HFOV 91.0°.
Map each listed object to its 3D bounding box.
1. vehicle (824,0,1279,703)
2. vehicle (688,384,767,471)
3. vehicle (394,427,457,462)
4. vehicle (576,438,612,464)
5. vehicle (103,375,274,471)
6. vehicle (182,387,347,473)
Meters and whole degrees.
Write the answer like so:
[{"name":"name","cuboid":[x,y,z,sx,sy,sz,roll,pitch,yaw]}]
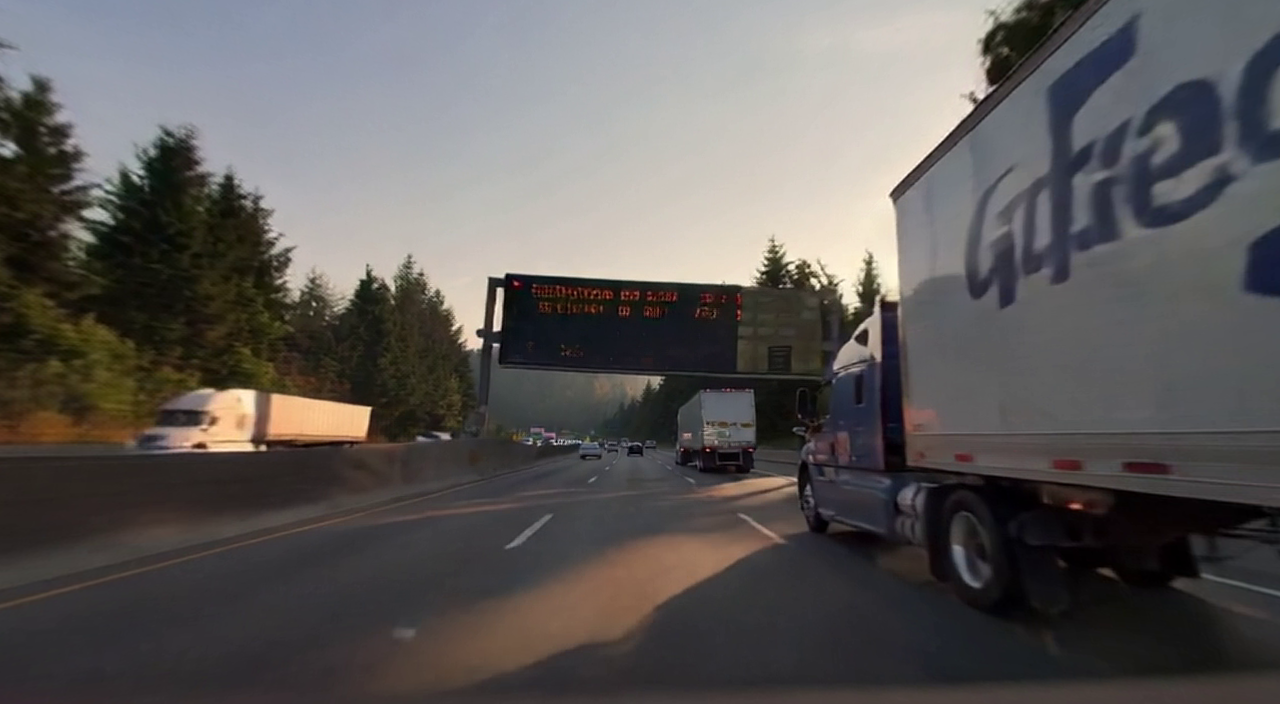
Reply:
[{"name":"vehicle","cuboid":[3.791,-0.669,0.384,3.116,3.992,13.748,0,-8,0]},{"name":"vehicle","cuboid":[4.435,4.206,34.038,3.085,4.062,8.965,0,-9,1]},{"name":"vehicle","cuboid":[-11.982,5.211,35.494,1.971,1.816,4.350,0,-8,0]},{"name":"vehicle","cuboid":[-3.147,6.851,43.758,2.206,1.644,4.027,0,-8,0]},{"name":"vehicle","cuboid":[-20.057,3.282,28.549,3.108,3.882,5.974,0,-8,0]},{"name":"vehicle","cuboid":[-15.999,3.482,27.638,2.704,3.282,7.174,-1,-8,1]}]
